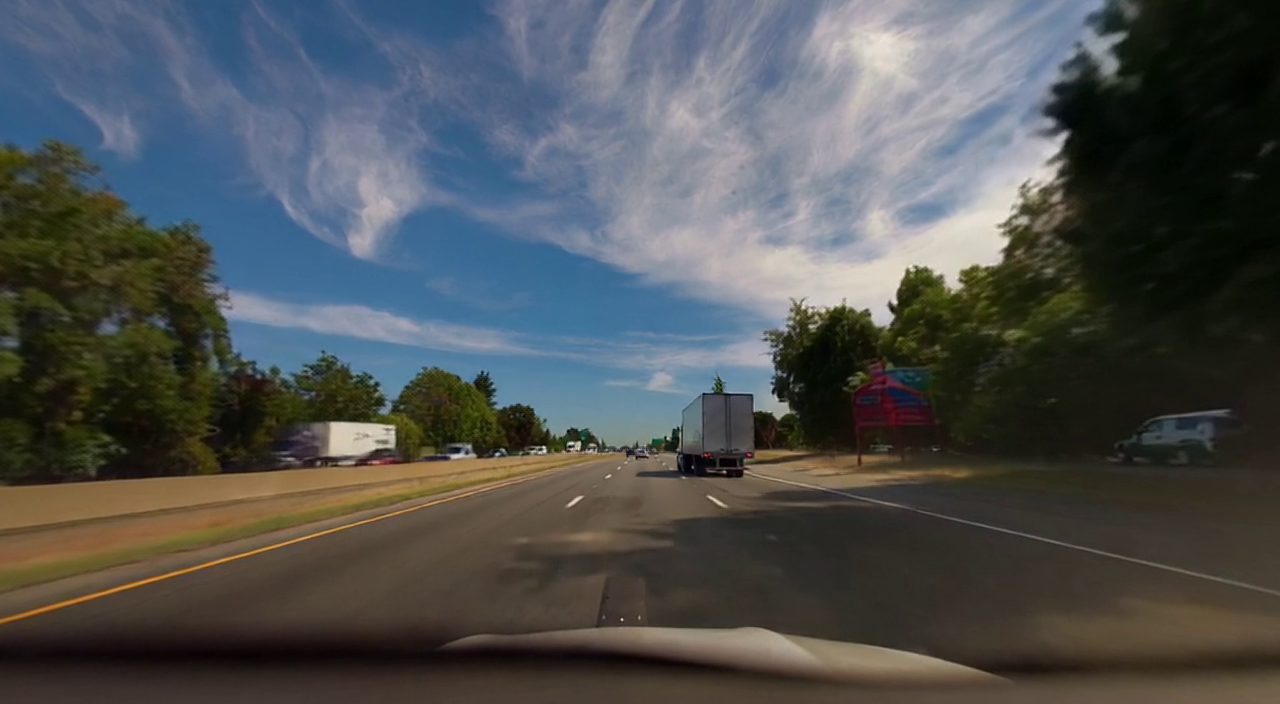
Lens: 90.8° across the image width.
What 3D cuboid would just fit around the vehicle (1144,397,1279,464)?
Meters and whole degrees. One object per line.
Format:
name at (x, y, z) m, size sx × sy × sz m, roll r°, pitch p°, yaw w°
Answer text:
vehicle at (40.099, 5.606, 43.676) m, size 3.058 × 4.007 × 11.965 m, roll -2°, pitch -9°, yaw 14°

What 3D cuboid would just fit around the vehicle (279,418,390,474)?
vehicle at (-19.888, 6.250, 41.822) m, size 2.922 × 3.301 × 8.505 m, roll 0°, pitch -9°, yaw 1°

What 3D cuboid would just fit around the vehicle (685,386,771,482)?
vehicle at (4.443, 4.629, 34.911) m, size 3.058 × 4.312 × 12.251 m, roll 0°, pitch -8°, yaw 0°
